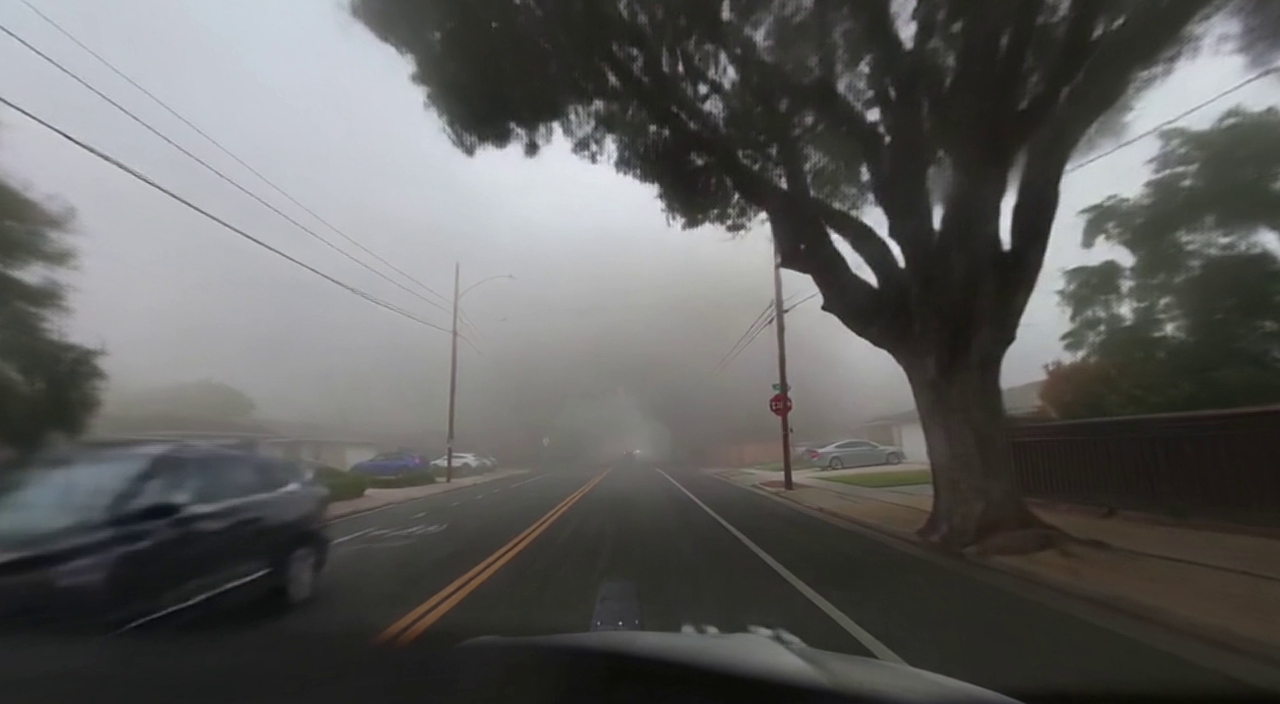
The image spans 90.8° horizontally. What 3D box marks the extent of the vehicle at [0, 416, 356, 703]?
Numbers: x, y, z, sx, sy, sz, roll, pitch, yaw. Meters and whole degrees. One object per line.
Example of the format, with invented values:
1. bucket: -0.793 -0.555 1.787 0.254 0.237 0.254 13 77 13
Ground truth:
1. vehicle: -3.821 1.315 4.273 1.935 1.595 3.972 0 -9 0

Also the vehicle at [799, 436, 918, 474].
1. vehicle: 10.509 4.993 30.631 4.908 1.537 2.065 -1 -9 -6

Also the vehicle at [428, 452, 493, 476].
1. vehicle: -12.515 7.840 44.203 3.927 1.560 2.049 0 -9 -1

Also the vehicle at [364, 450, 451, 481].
1. vehicle: -13.119 6.420 35.863 4.207 1.648 1.956 1 -9 -6
